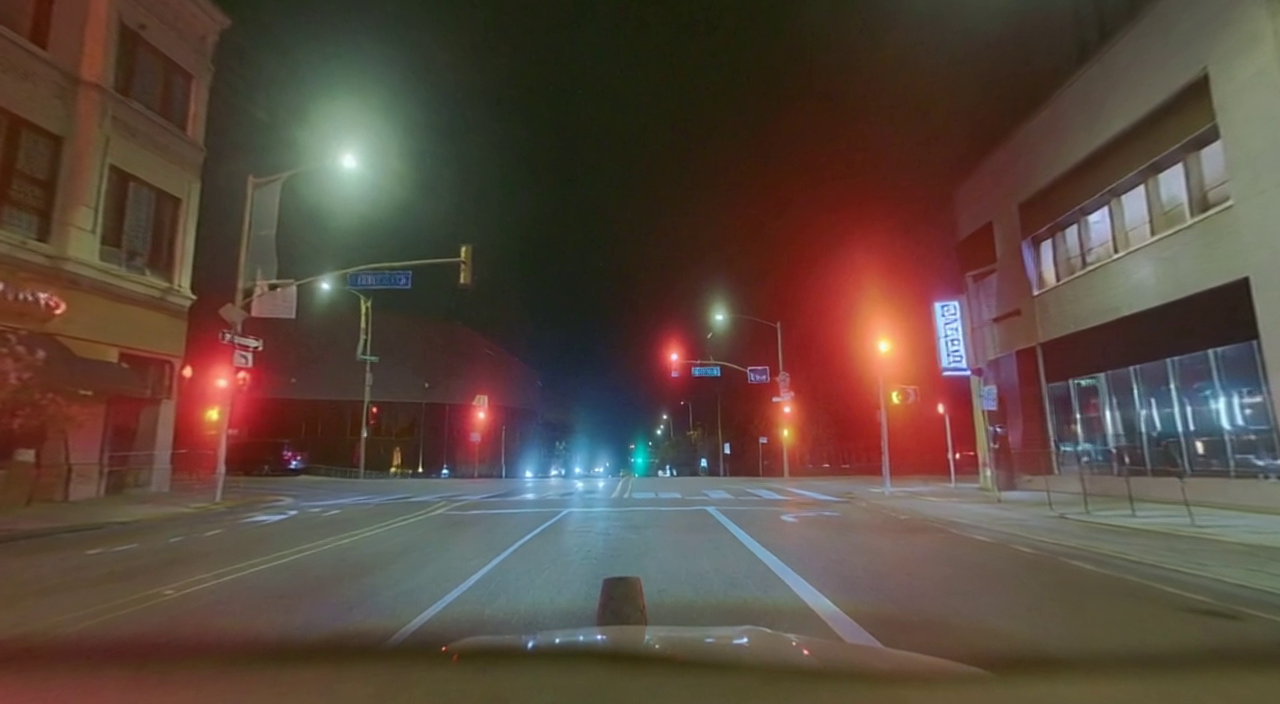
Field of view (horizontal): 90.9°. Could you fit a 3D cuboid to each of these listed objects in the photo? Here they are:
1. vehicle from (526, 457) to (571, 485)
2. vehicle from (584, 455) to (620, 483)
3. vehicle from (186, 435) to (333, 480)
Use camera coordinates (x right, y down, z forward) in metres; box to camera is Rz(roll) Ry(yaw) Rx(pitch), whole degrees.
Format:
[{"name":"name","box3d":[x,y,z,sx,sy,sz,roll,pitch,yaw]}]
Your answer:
[{"name":"vehicle","box3d":[-5.902,7.735,41.197,2.167,1.643,4.518,-1,-8,2]},{"name":"vehicle","box3d":[-2.413,7.613,41.177,1.981,1.625,4.399,0,-8,1]},{"name":"vehicle","box3d":[-17.668,4.900,29.476,5.376,1.994,2.196,0,-8,1]}]
